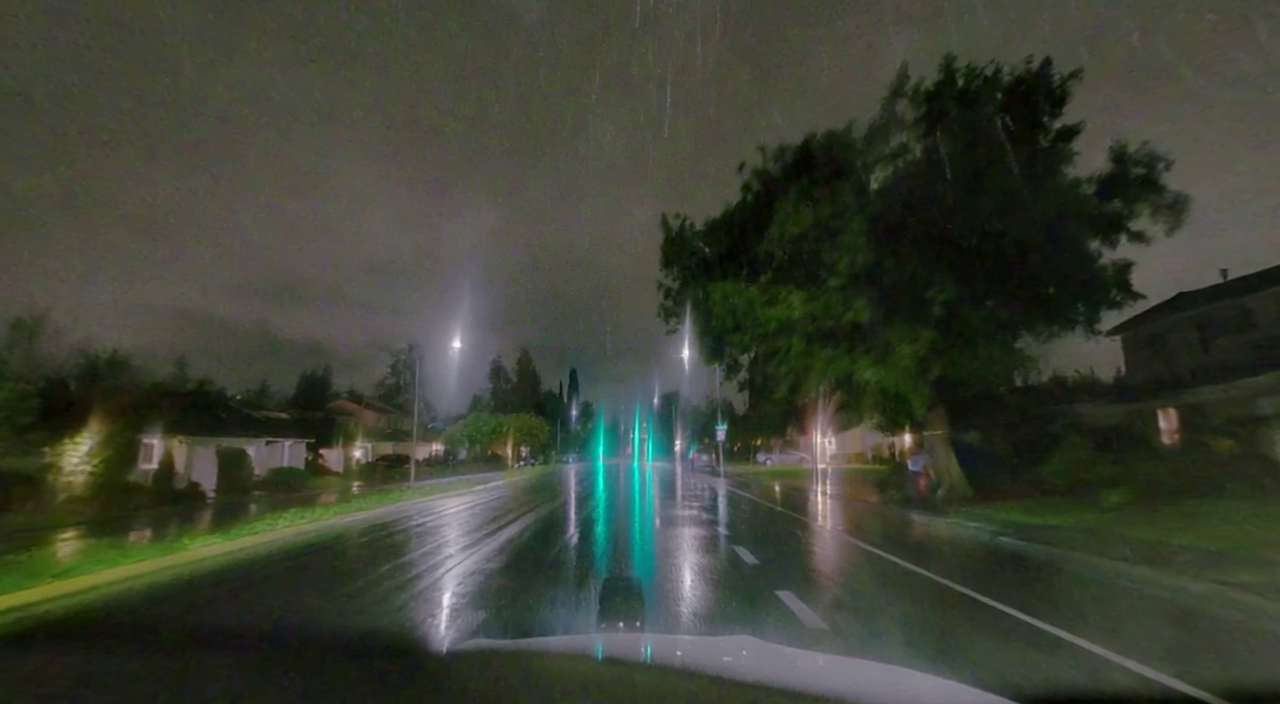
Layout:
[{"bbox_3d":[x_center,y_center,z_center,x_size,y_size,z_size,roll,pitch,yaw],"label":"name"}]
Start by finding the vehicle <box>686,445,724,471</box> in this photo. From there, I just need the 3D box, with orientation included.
[{"bbox_3d":[4.799,7.874,47.206,2.196,1.801,4.778,0,-9,-1],"label":"vehicle"}]

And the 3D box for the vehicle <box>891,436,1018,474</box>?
[{"bbox_3d":[13.894,4.554,28.097,4.570,1.502,1.877,-1,-8,-1],"label":"vehicle"}]
